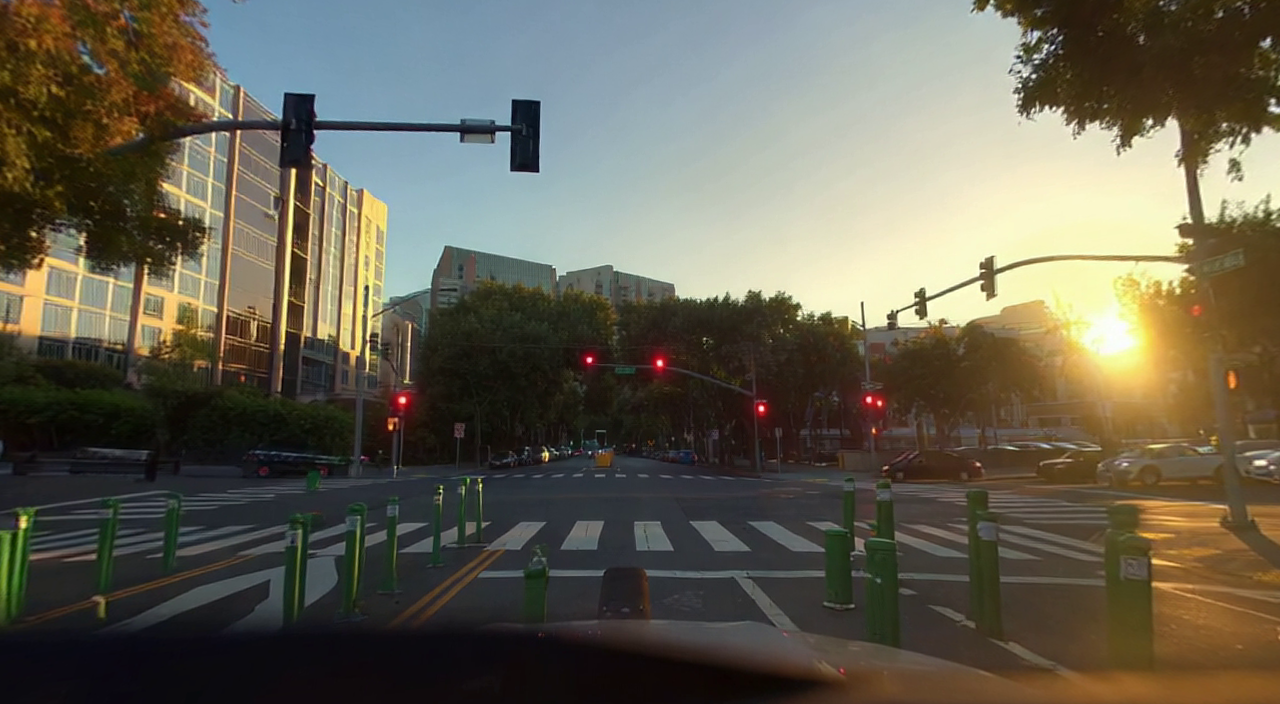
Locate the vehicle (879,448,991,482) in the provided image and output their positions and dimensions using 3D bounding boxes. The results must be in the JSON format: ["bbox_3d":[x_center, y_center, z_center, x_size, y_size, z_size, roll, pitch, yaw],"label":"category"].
[{"bbox_3d":[14.029,5.382,30.193,4.368,1.522,1.972,-1,-8,5],"label":"vehicle"}]

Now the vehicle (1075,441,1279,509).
[{"bbox_3d":[12.995,2.793,14.558,4.424,1.436,1.804,0,-9,5],"label":"vehicle"}]

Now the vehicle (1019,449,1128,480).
[{"bbox_3d":[22.371,5.806,32.637,4.239,1.472,1.889,0,-8,0],"label":"vehicle"}]
